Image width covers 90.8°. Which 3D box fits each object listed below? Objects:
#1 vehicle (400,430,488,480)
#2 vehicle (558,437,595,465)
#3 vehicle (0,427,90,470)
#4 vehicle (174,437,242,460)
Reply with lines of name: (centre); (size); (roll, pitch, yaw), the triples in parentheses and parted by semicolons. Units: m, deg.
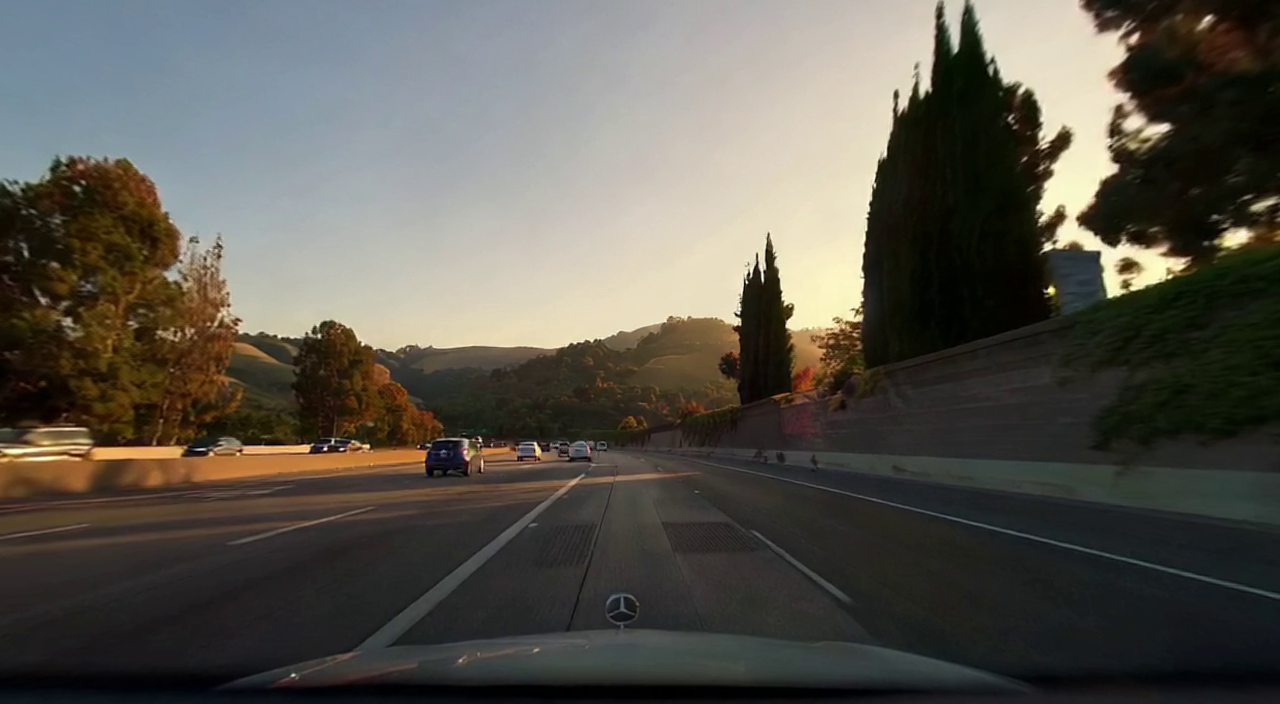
vehicle: (-7.650, 4.091, 25.257); (2.074, 1.768, 4.805); (0, -9, -1)
vehicle: (-4.125, 6.519, 41.644); (2.115, 1.713, 4.263); (0, -9, -2)
vehicle: (-24.556, 3.767, 24.708); (1.868, 1.573, 4.676); (0, -9, -1)
vehicle: (-32.227, 7.202, 47.288); (1.948, 1.595, 4.502); (0, -9, -2)
